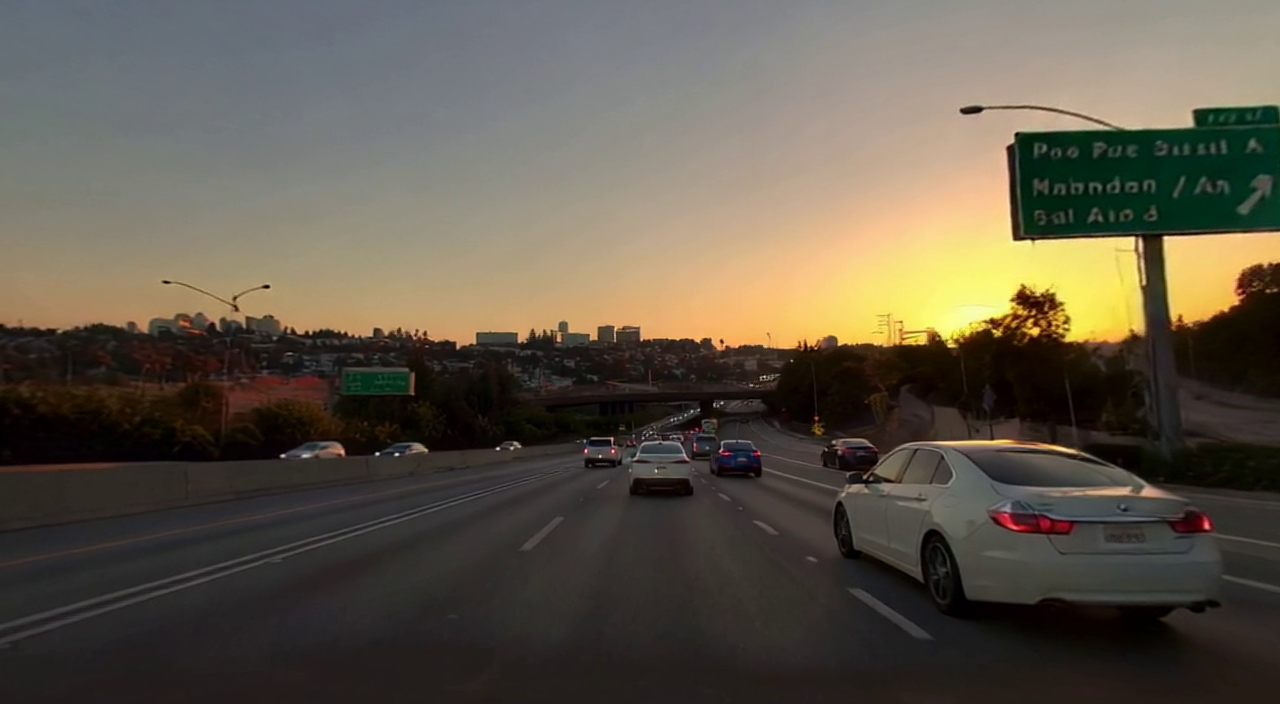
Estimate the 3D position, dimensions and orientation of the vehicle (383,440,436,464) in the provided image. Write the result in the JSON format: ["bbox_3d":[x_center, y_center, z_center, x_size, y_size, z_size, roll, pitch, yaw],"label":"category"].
[{"bbox_3d":[-17.229,7.510,47.302,1.925,1.677,4.495,-1,-9,5],"label":"vehicle"}]

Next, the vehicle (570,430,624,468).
[{"bbox_3d":[-2.334,5.493,35.617,2.434,1.965,5.305,0,-9,3],"label":"vehicle"}]

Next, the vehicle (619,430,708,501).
[{"bbox_3d":[0.611,2.929,16.557,2.074,1.614,3.803,0,-9,2],"label":"vehicle"}]

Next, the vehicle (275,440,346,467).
[{"bbox_3d":[-21.816,6.752,41.914,2.009,1.685,4.453,-1,-9,4],"label":"vehicle"}]

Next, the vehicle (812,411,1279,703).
[{"bbox_3d":[3.154,1.400,5.487,2.009,1.489,4.559,0,-9,0],"label":"vehicle"}]

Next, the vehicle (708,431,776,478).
[{"bbox_3d":[3.942,4.061,24.996,2.076,1.684,4.241,0,-9,1],"label":"vehicle"}]
